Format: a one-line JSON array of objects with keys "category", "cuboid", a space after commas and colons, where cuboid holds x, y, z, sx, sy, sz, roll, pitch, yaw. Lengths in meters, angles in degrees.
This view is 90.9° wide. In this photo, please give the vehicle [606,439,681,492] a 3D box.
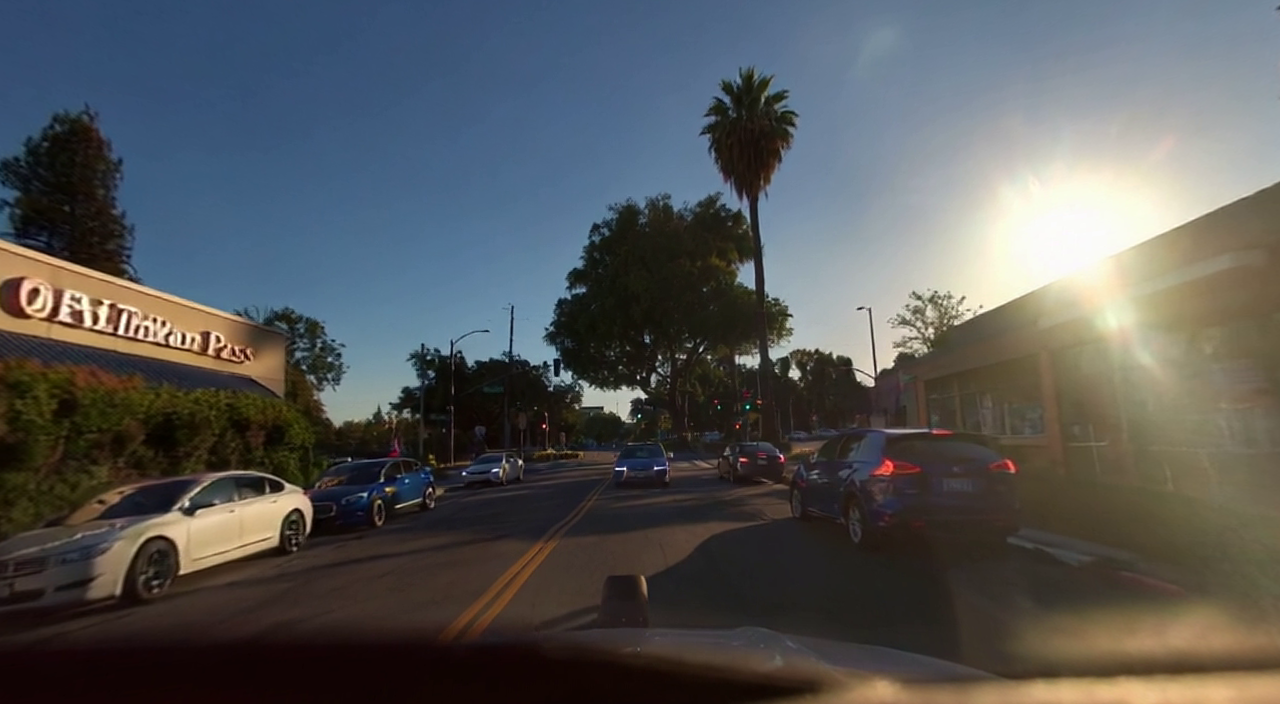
[{"category": "vehicle", "cuboid": [0.081, 3.436, 19.483, 2.060, 1.452, 4.078, 0, -8, 0]}]

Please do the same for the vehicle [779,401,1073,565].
[{"category": "vehicle", "cuboid": [3.717, 1.825, 9.591, 2.099, 1.786, 5.198, 0, -8, 1]}]

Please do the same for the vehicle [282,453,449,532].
[{"category": "vehicle", "cuboid": [-6.118, 3.139, 14.737, 1.850, 1.482, 4.454, 0, -8, 1]}]

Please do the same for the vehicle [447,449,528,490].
[{"category": "vehicle", "cuboid": [-6.184, 4.791, 26.171, 2.105, 1.469, 4.693, 0, -8, 1]}]

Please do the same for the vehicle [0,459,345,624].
[{"category": "vehicle", "cuboid": [-6.118, 2.250, 8.539, 1.874, 1.472, 4.668, 0, -8, 2]}]

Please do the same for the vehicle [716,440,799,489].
[{"category": "vehicle", "cuboid": [3.701, 3.607, 20.608, 1.821, 1.417, 4.454, 0, -8, 0]}]
